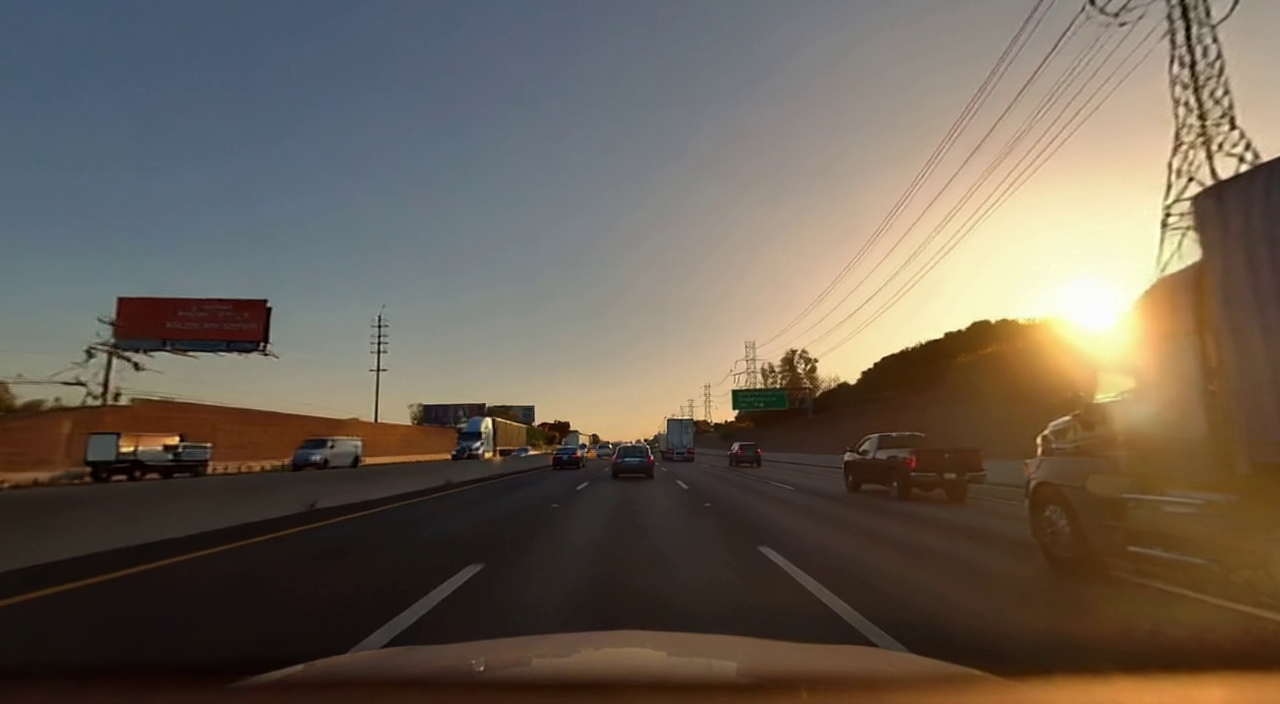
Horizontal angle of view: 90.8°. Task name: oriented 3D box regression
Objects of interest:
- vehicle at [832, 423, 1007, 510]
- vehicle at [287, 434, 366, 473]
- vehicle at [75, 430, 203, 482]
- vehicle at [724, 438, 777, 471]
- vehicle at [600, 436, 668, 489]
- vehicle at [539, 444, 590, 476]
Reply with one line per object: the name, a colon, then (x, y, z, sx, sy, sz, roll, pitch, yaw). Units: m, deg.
vehicle: (6.861, 2.887, 16.332, 2.086, 1.862, 5.232, 0, -9, 0)
vehicle: (-20.947, 6.816, 42.585, 2.247, 2.391, 5.960, 0, -9, 0)
vehicle: (-31.755, 6.533, 40.503, 2.736, 2.994, 6.731, 0, -7, -1)
vehicle: (7.026, 6.569, 40.785, 2.302, 1.973, 5.502, 0, -9, -1)
vehicle: (-0.200, 3.894, 22.517, 2.191, 1.685, 4.015, 0, -9, 0)
vehicle: (-3.766, 5.476, 32.251, 2.025, 1.498, 4.675, 0, -9, 0)
